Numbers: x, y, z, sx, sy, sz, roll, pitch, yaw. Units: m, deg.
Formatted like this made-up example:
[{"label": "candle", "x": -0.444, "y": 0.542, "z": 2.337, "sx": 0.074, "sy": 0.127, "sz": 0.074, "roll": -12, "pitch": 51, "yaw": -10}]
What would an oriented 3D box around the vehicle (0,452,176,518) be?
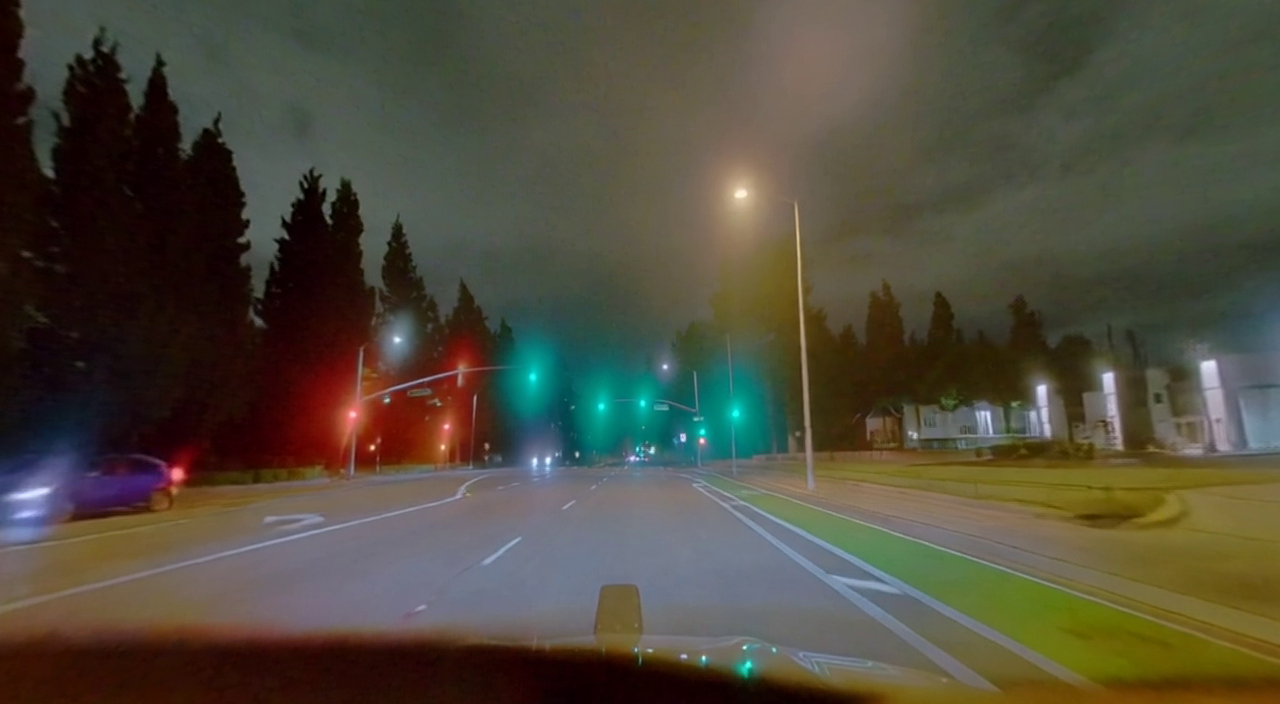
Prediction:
[{"label": "vehicle", "x": -15.694, "y": 3.603, "z": 17.671, "sx": 1.910, "sy": 1.544, "sz": 4.387, "roll": 0, "pitch": -8, "yaw": 3}]
